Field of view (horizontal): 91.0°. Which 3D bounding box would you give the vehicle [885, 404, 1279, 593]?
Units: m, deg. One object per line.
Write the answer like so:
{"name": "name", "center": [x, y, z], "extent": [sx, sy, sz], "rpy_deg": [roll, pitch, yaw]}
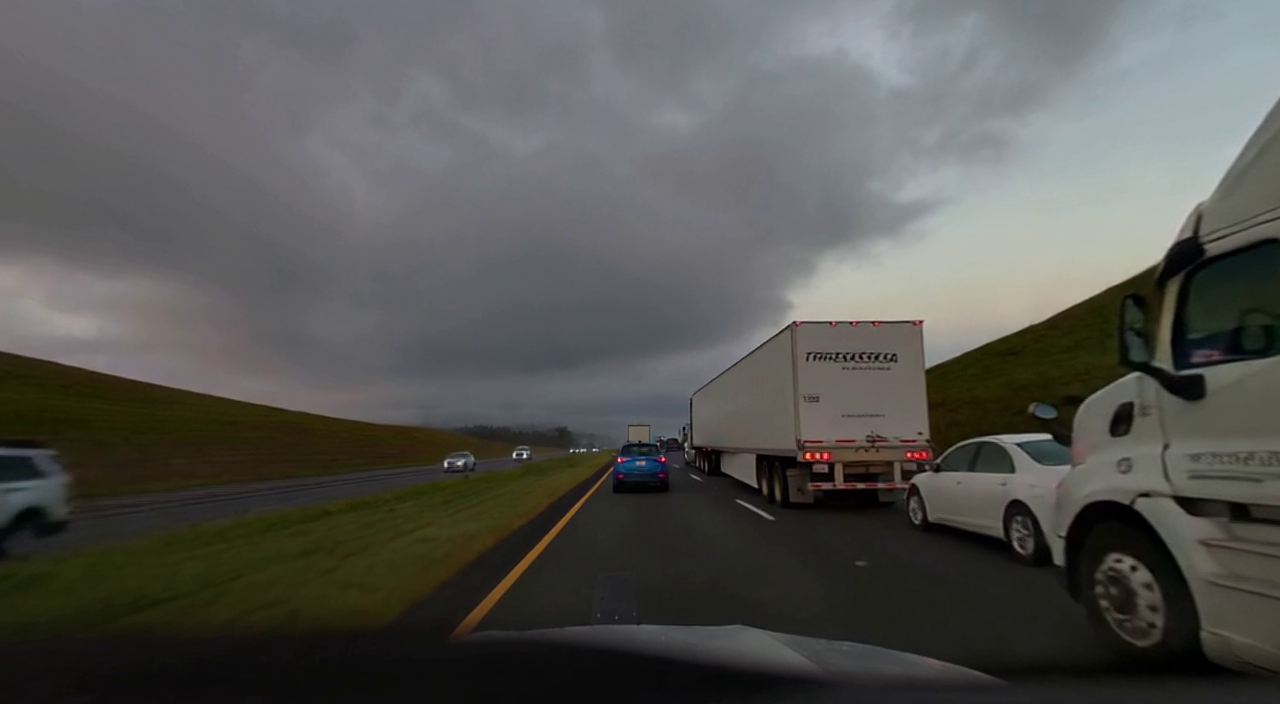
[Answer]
{"name": "vehicle", "center": [5.469, 1.605, 7.970], "extent": [1.888, 1.591, 4.815], "rpy_deg": [1, -8, -14]}

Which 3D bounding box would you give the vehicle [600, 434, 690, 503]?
{"name": "vehicle", "center": [0.078, 2.919, 16.235], "extent": [2.045, 1.507, 3.763], "rpy_deg": [-1, -8, -1]}

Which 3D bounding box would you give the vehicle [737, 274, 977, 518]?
{"name": "vehicle", "center": [4.453, 1.429, 15.850], "extent": [3.235, 4.197, 9.908], "rpy_deg": [-1, -8, 5]}

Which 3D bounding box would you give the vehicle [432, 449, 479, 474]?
{"name": "vehicle", "center": [-11.961, 7.103, 40.997], "extent": [1.940, 1.495, 3.889], "rpy_deg": [-1, -8, -1]}
